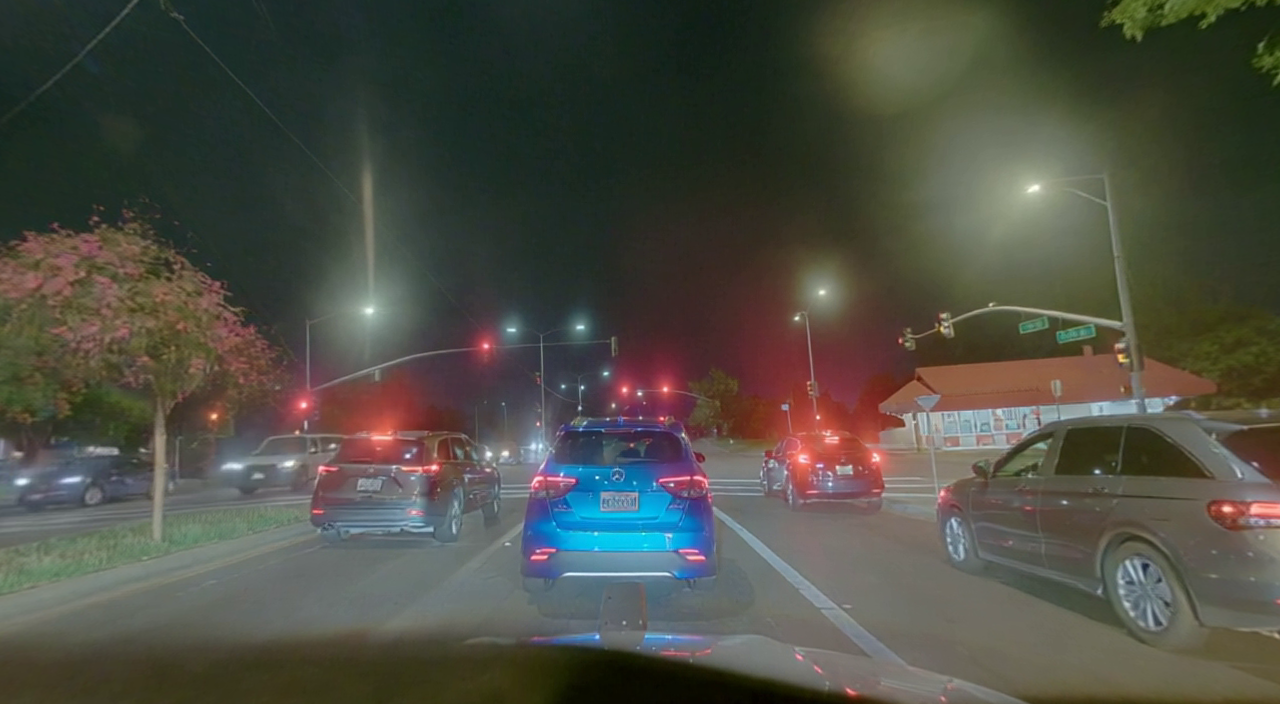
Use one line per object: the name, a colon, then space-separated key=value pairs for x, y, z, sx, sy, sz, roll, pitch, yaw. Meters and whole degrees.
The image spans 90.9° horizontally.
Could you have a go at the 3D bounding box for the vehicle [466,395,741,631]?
vehicle: x=-0.149 y=1.473 z=6.734 sx=2.022 sy=1.700 sz=4.084 roll=0 pitch=-8 yaw=4

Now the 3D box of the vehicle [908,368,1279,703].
vehicle: x=4.164 y=1.271 z=5.386 sx=2.014 sy=1.740 sz=4.515 roll=-1 pitch=-8 yaw=4

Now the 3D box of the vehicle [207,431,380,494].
vehicle: x=-12.016 y=3.878 z=22.693 sx=2.276 sy=1.926 sz=6.686 roll=0 pitch=-8 yaw=2

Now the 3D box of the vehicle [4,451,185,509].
vehicle: x=-15.768 y=3.670 z=18.560 sx=1.774 sy=1.468 sz=3.863 roll=0 pitch=-8 yaw=1

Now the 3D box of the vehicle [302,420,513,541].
vehicle: x=-3.754 y=2.154 z=11.195 sx=2.012 sy=1.701 sz=4.316 roll=0 pitch=-8 yaw=1

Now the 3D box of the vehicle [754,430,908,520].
vehicle: x=3.683 y=2.430 z=12.971 sx=1.847 sy=1.554 sz=3.885 roll=0 pitch=-8 yaw=-2
